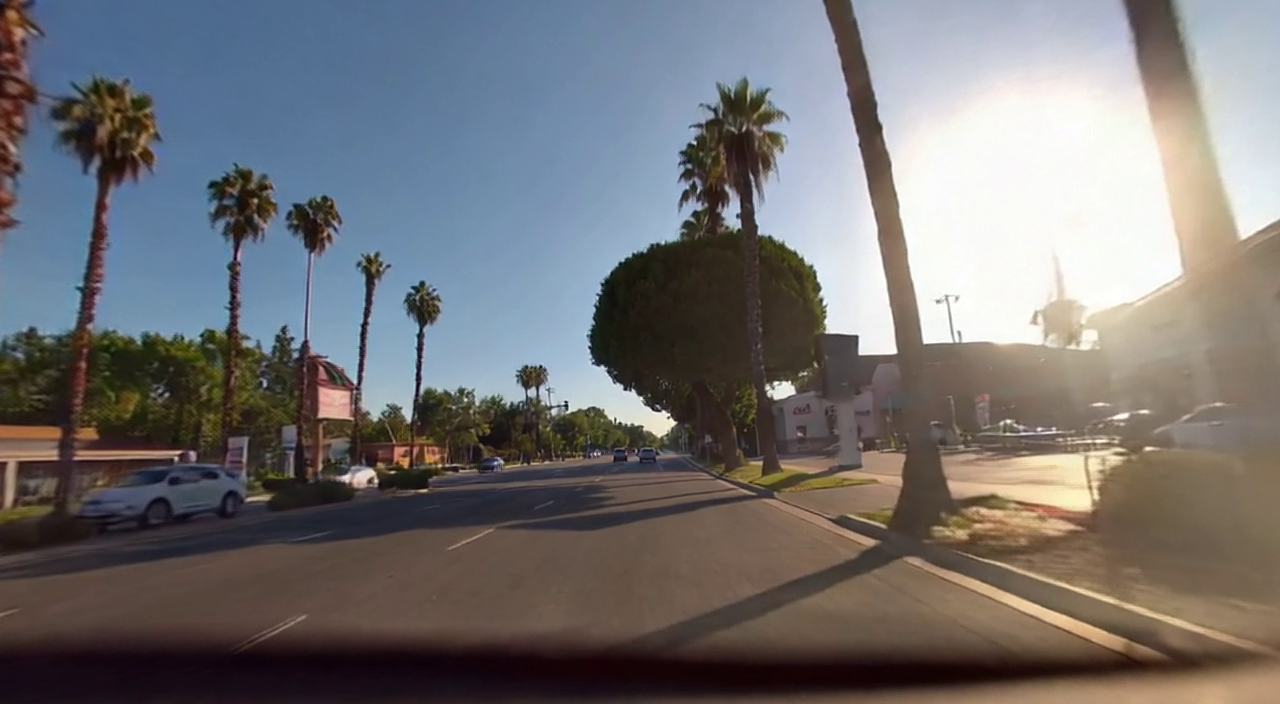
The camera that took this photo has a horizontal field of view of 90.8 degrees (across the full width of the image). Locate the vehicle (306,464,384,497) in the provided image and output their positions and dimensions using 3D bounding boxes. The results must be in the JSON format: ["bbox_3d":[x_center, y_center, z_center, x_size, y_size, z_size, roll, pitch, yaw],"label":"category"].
[{"bbox_3d":[-15.637,6.817,33.819,1.940,1.492,4.495,0,-9,1],"label":"vehicle"}]

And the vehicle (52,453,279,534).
[{"bbox_3d":[-12.495,3.691,17.235,2.306,1.807,4.927,0,-9,1],"label":"vehicle"}]

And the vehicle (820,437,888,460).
[{"bbox_3d":[16.746,7.580,49.572,4.577,1.750,2.115,1,-9,-6],"label":"vehicle"}]
